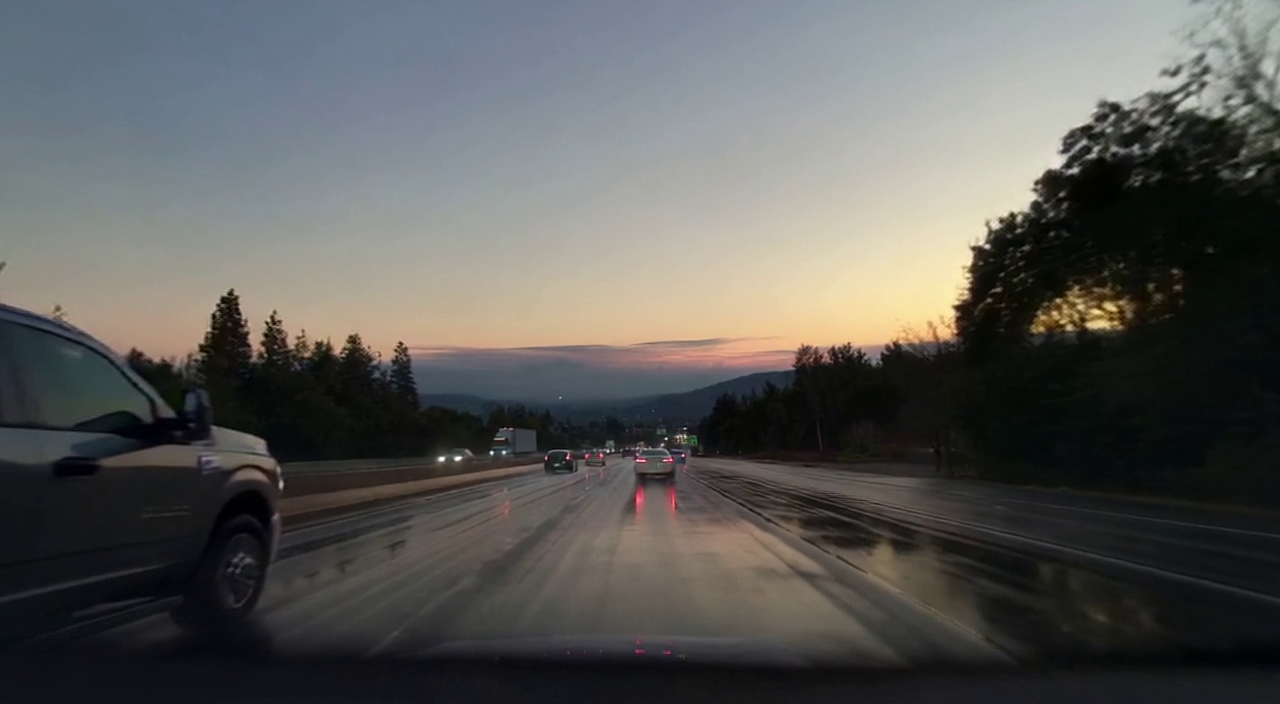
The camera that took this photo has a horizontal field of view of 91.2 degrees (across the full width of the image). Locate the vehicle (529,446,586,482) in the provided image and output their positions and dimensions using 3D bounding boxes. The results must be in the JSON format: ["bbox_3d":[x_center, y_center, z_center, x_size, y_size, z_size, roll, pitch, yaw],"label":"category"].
[{"bbox_3d":[-3.692,5.092,28.761,1.940,1.502,4.463,0,-9,1],"label":"vehicle"}]

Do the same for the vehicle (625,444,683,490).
[{"bbox_3d":[0.453,4.304,23.779,2.015,1.526,4.286,0,-9,-1],"label":"vehicle"}]

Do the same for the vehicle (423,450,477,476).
[{"bbox_3d":[-12.464,7.290,41.454,2.066,1.613,4.576,-1,-9,2],"label":"vehicle"}]

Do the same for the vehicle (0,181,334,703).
[{"bbox_3d":[-4.001,0.488,2.499,2.523,2.458,6.022,0,-9,0],"label":"vehicle"}]
